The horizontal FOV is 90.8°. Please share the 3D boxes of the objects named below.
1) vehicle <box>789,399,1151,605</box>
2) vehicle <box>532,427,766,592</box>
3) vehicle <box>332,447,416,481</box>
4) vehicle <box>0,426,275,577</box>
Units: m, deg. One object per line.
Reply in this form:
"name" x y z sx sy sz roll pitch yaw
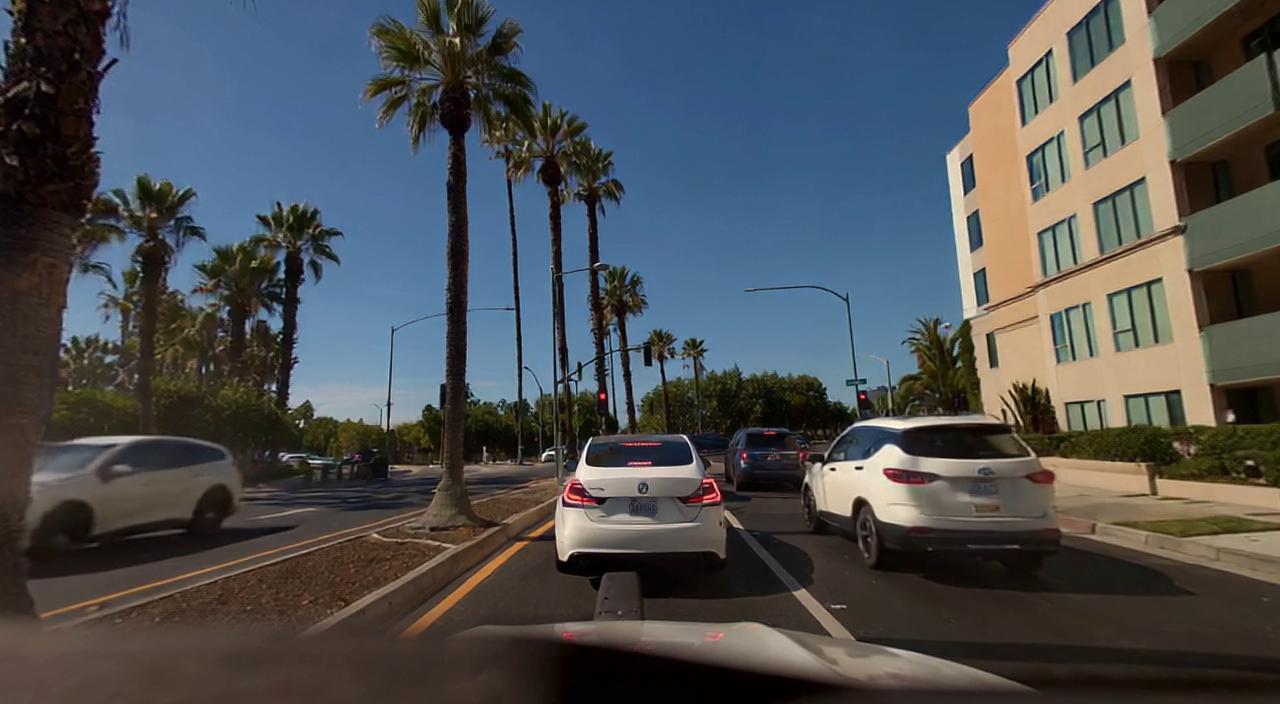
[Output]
"vehicle" 3.316 1.589 7.581 2.003 1.733 4.319 0 -8 1
"vehicle" 0.122 1.714 7.716 2.088 1.452 3.993 -1 -8 1
"vehicle" -13.202 5.555 31.710 1.965 1.507 4.725 -1 -8 2
"vehicle" -7.931 2.033 9.442 2.053 1.693 4.198 -1 -8 7
